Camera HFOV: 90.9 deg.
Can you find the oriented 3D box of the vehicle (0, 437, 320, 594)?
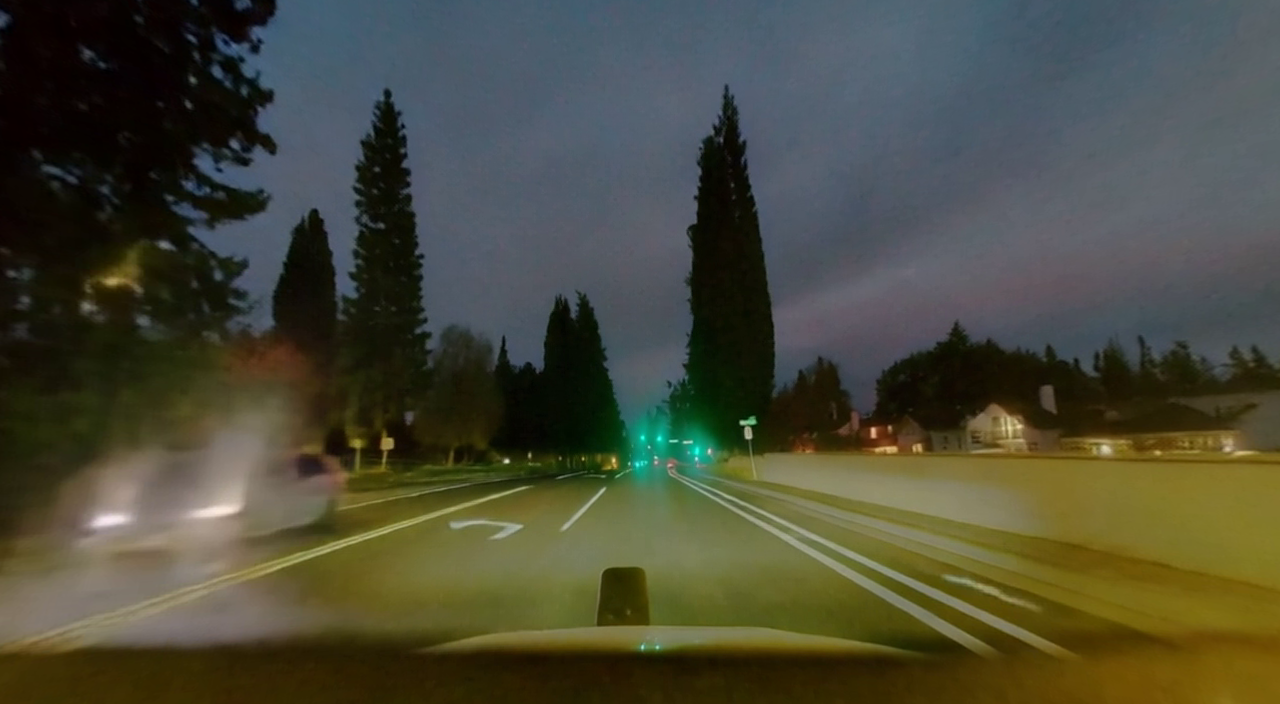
[{"bbox_3d":[-6.461,1.999,8.578,2.095,1.603,3.980,0,-9,0],"label":"vehicle"}]
